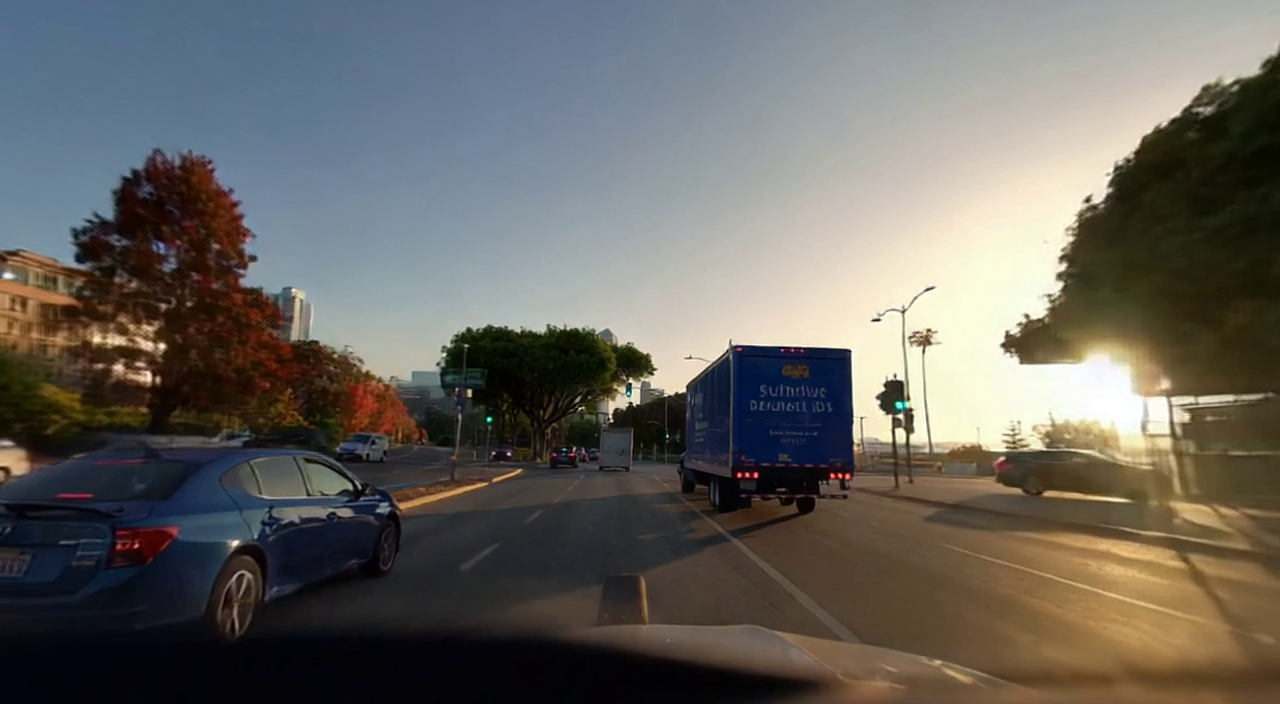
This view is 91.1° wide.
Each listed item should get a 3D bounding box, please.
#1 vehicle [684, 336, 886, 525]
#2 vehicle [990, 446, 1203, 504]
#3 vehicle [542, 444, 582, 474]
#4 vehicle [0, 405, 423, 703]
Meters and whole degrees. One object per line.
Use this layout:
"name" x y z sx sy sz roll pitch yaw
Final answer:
"vehicle" 3.089 2.152 16.405 2.905 3.644 8.441 0 -9 -2
"vehicle" 16.223 4.375 22.756 5.670 1.895 2.219 -2 -9 15
"vehicle" -4.932 6.808 40.068 2.388 1.811 4.455 1 -9 -6
"vehicle" -3.458 1.349 5.035 1.828 1.515 4.422 0 -9 0
